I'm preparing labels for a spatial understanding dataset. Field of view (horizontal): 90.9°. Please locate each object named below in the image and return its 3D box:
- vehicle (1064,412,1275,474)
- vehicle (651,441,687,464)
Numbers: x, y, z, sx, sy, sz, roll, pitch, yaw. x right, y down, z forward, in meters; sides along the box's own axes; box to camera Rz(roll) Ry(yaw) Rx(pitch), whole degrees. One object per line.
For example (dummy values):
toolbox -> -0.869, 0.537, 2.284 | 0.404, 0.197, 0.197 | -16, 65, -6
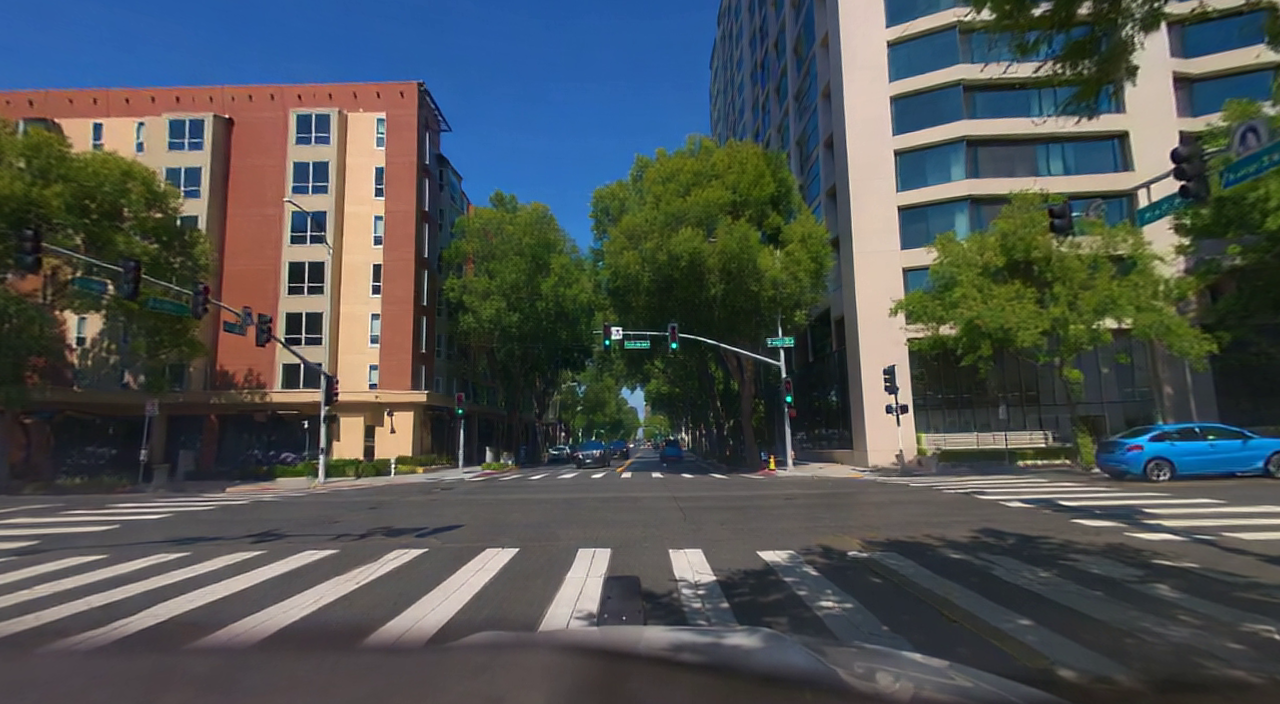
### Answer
vehicle -> 16.926, 2.939, 20.400 | 4.802, 1.860, 2.146 | 0, -8, 0
vehicle -> 1.974, 6.996, 43.946 | 2.039, 1.470, 4.355 | 0, -8, -3
